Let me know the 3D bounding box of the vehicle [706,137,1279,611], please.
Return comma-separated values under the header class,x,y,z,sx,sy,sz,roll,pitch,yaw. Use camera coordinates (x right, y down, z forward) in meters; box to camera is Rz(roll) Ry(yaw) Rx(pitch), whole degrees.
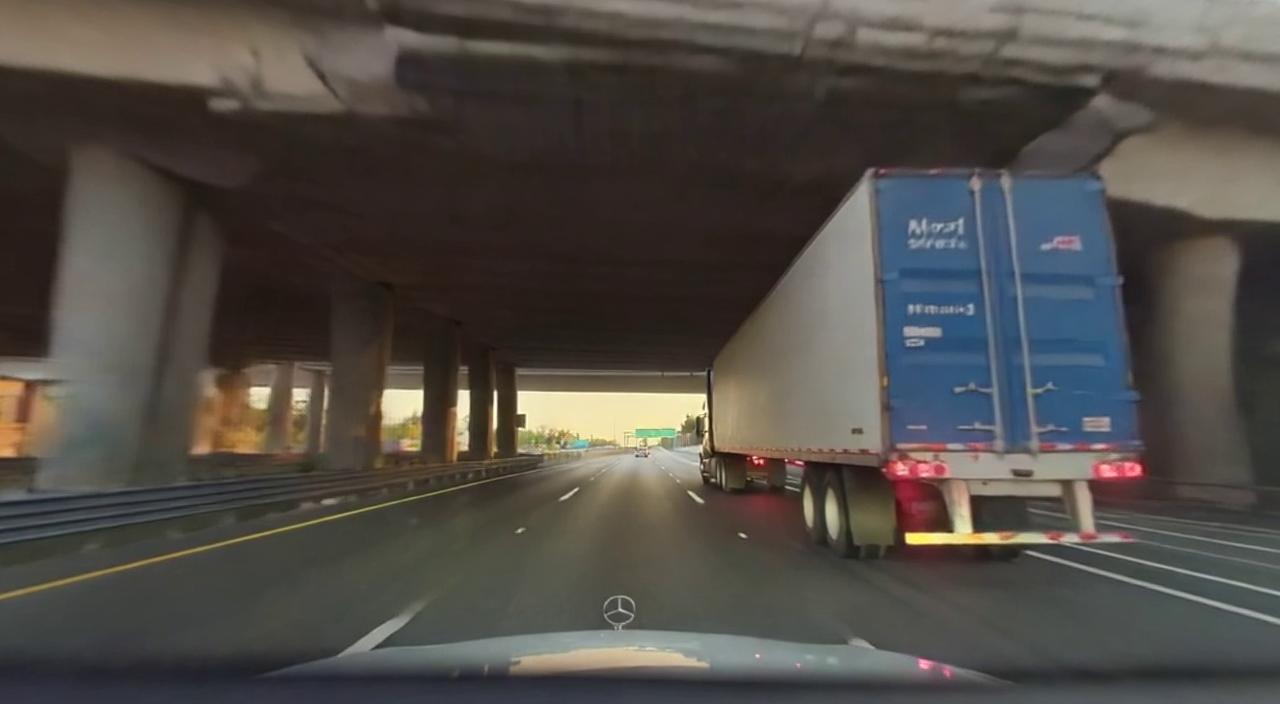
class,x,y,z,sx,sy,sz,roll,pitch,yaw
vehicle,3.806,1.192,12.503,3.244,4.020,14.561,0,-9,-1
